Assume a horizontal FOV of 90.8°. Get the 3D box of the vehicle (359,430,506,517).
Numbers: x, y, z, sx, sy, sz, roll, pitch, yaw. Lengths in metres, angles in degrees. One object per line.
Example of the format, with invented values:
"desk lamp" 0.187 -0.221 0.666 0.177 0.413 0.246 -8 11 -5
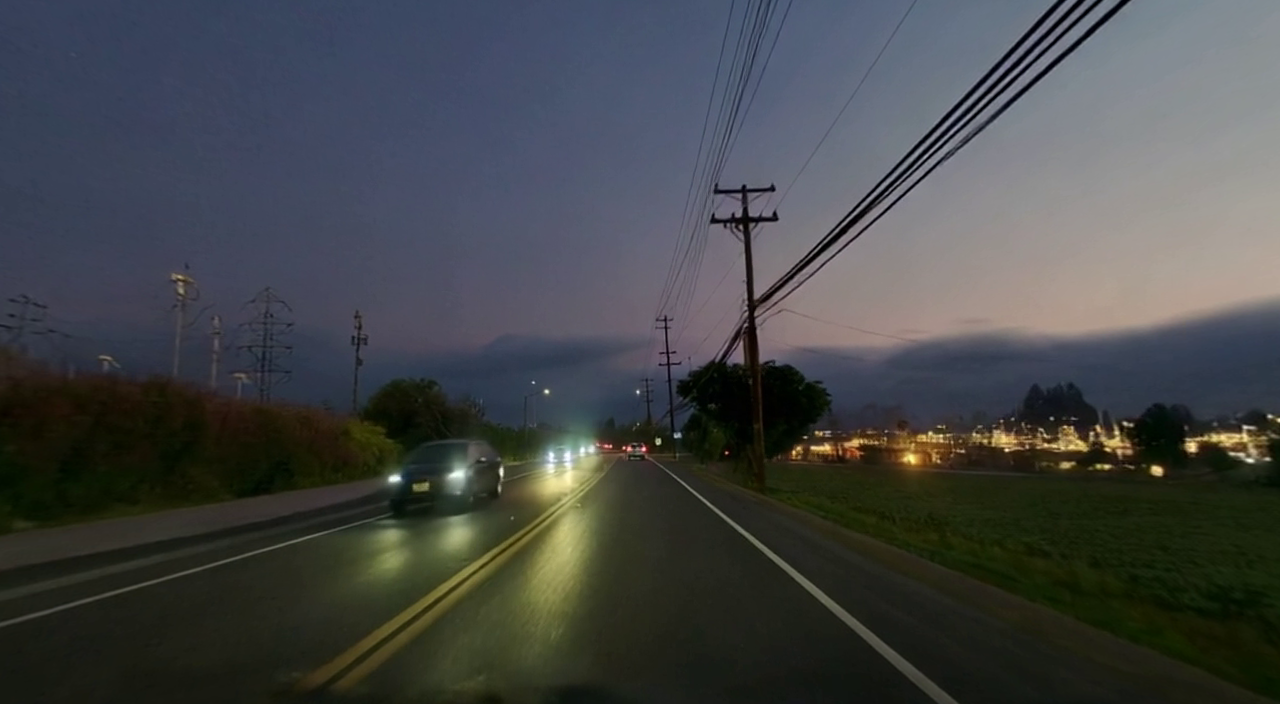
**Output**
"vehicle" -4.621 2.756 14.880 2.114 1.712 4.340 0 -8 -2
